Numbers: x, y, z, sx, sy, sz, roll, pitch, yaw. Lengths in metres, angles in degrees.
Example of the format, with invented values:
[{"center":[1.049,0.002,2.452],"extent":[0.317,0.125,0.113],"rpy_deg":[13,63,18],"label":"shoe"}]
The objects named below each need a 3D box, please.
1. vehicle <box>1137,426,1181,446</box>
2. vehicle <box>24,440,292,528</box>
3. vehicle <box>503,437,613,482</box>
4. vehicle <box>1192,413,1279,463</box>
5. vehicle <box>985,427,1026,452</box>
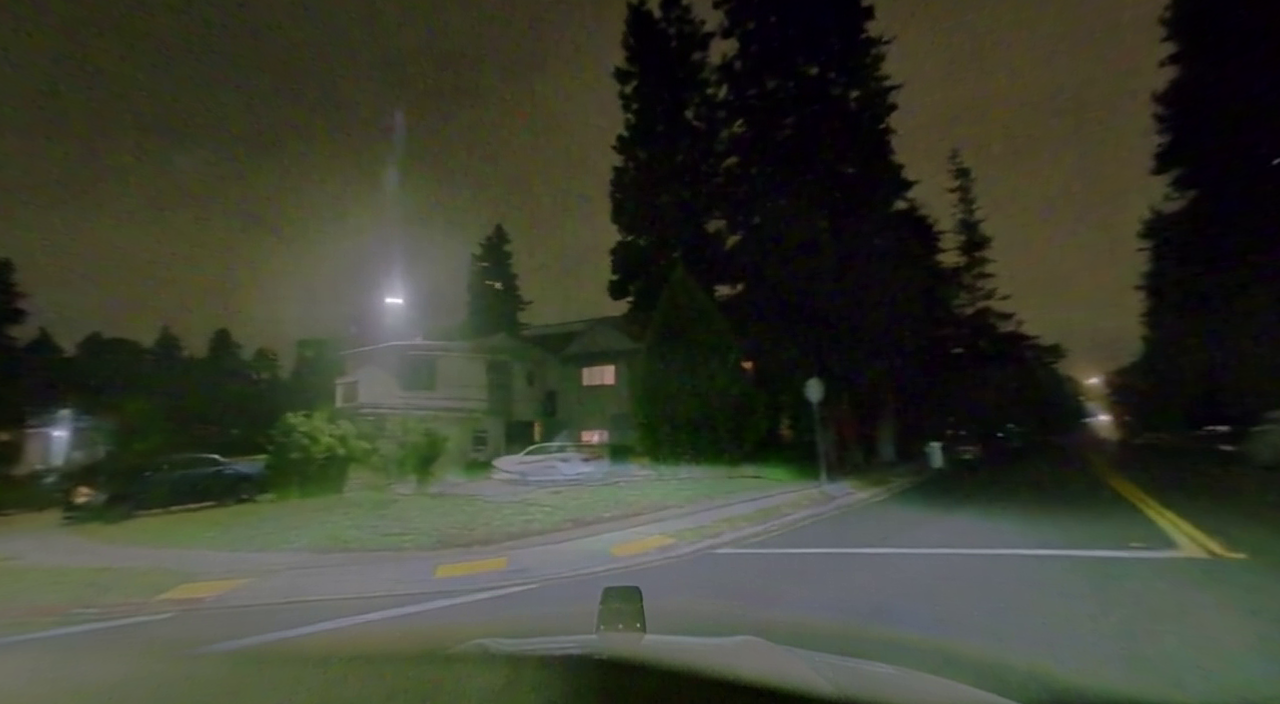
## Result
[{"center":[39.125,6.396,47.391],"extent":[1.961,1.437,4.032],"rpy_deg":[-5,-10,32],"label":"vehicle"},{"center":[-11.166,2.967,14.923],"extent":[1.984,1.620,4.595],"rpy_deg":[-6,-9,36],"label":"vehicle"},{"center":[-2.996,4.121,23.652],"extent":[1.919,1.447,3.896],"rpy_deg":[-9,-16,35],"label":"vehicle"},{"center":[23.784,3.438,24.949],"extent":[2.085,1.792,4.176],"rpy_deg":[-6,-10,34],"label":"vehicle"},{"center":[28.262,6.746,48.414],"extent":[2.263,1.848,4.104],"rpy_deg":[-6,-10,34],"label":"vehicle"}]
